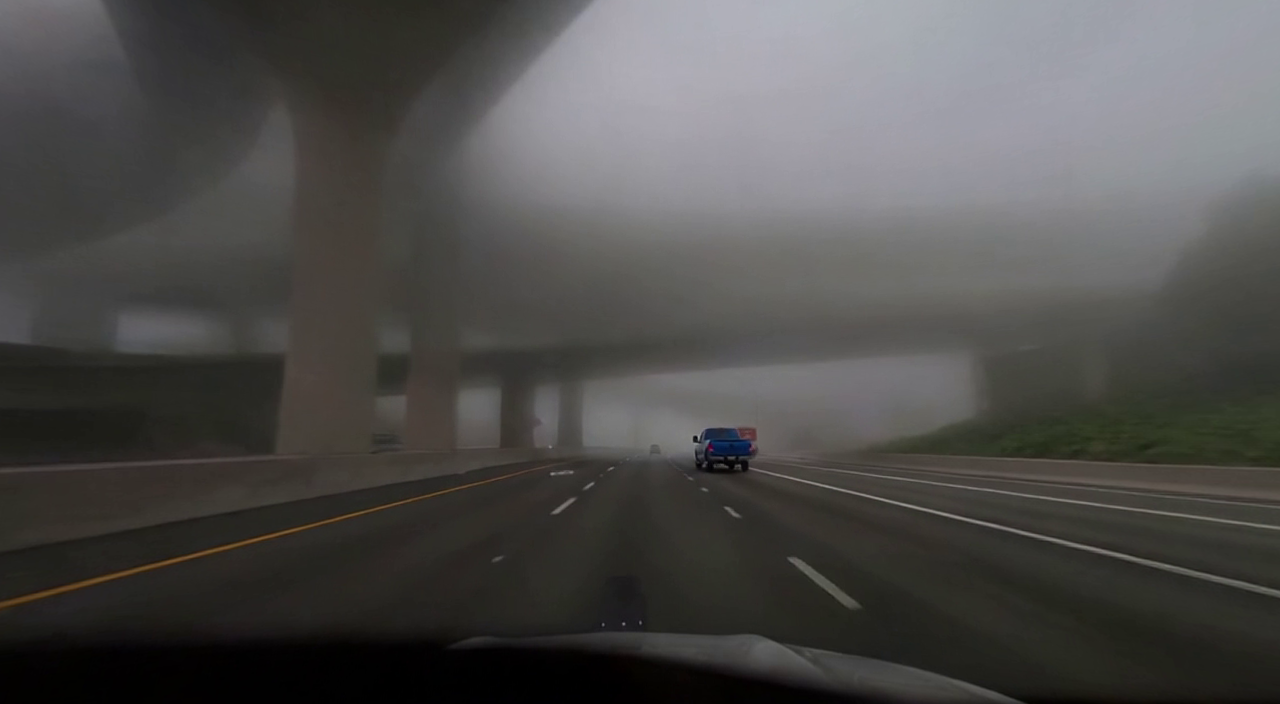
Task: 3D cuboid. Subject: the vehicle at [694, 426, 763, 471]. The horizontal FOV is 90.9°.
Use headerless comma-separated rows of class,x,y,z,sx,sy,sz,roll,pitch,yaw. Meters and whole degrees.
vehicle,4.248,4.777,31.350,2.505,2.020,5.532,0,-8,-1
